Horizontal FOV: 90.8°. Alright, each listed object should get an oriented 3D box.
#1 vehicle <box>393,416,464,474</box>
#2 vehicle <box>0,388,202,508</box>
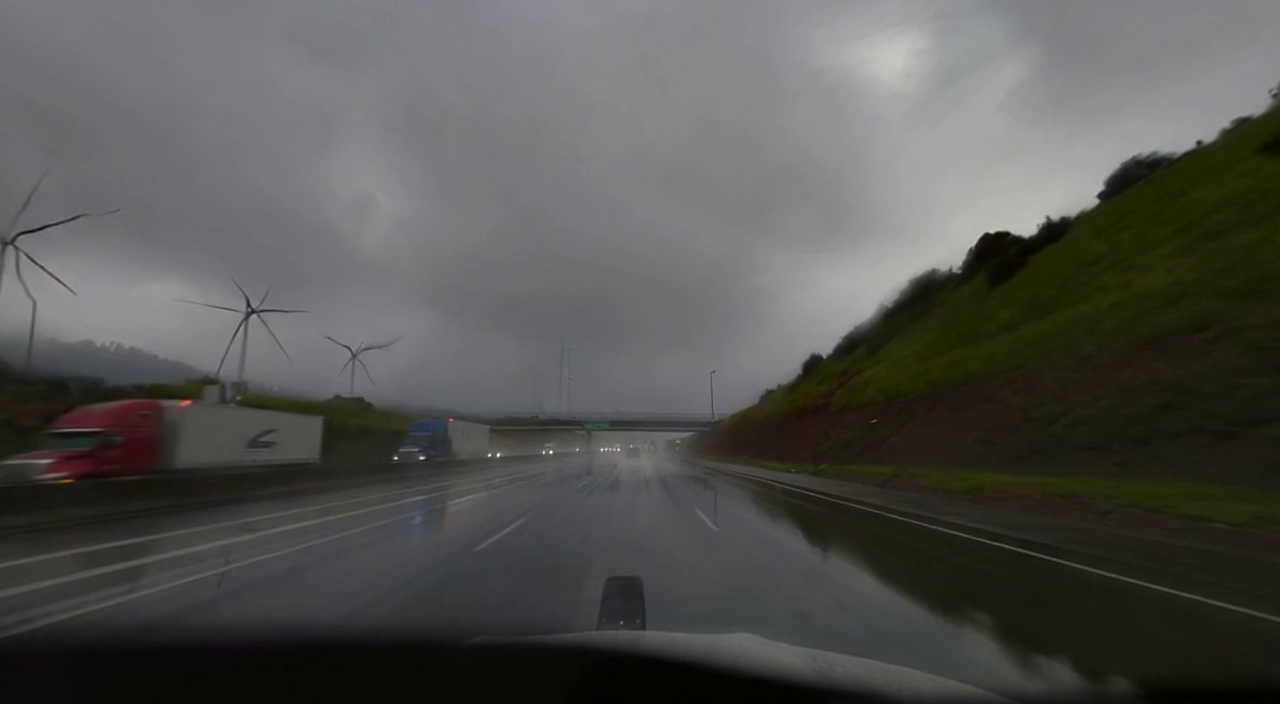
[{"bbox_3d":[-15.686,6.978,47.343,3.154,4.039,6.070,0,-9,0],"label":"vehicle"},{"bbox_3d":[-19.715,3.489,23.069,2.978,3.778,5.928,0,-9,0],"label":"vehicle"}]
